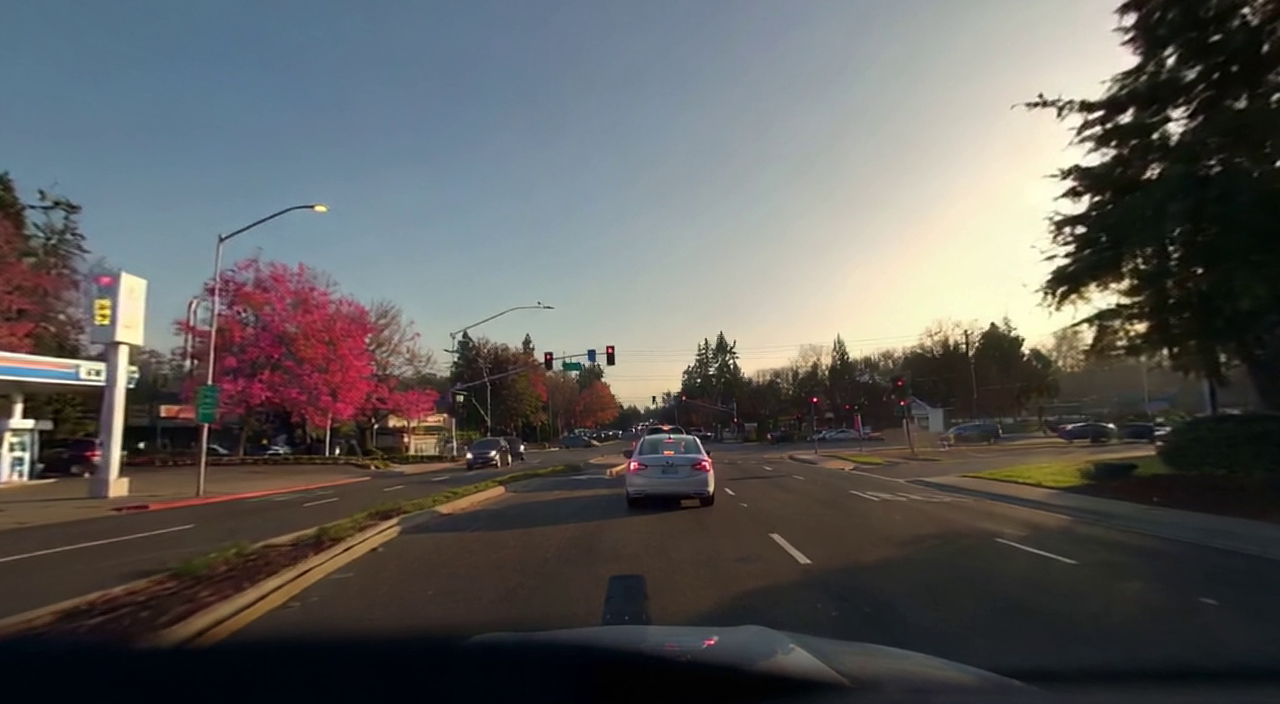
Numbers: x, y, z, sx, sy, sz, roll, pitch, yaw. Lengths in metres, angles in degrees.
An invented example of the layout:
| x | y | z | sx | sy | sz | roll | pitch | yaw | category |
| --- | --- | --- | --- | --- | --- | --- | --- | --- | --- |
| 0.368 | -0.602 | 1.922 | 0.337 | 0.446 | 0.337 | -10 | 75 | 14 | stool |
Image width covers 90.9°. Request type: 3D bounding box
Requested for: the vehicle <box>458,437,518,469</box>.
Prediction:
| x | y | z | sx | sy | sz | roll | pitch | yaw | category |
| --- | --- | --- | --- | --- | --- | --- | --- | --- | --- |
| -8.327 | 5.583 | 35.018 | 2.108 | 1.671 | 4.535 | 0 | -8 | 1 | vehicle |

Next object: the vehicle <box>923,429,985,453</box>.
| x | y | z | sx | sy | sz | roll | pitch | yaw | category |
| --- | --- | --- | --- | --- | --- | --- | --- | --- | --- |
| 20.511 | 5.800 | 41.120 | 4.091 | 1.495 | 2.053 | 7 | -11 | -39 | vehicle |

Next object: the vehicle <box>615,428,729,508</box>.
| x | y | z | sx | sy | sz | roll | pitch | yaw | category |
| --- | --- | --- | --- | --- | --- | --- | --- | --- | --- |
| 0.682 | 2.473 | 13.854 | 2.112 | 1.482 | 4.057 | 0 | -8 | 2 | vehicle |

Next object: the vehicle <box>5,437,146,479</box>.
| x | y | z | sx | sy | sz | roll | pitch | yaw | category |
| --- | --- | --- | --- | --- | --- | --- | --- | --- | --- |
| -26.853 | 5.043 | 30.244 | 1.946 | 1.816 | 4.792 | -1 | -8 | 7 | vehicle |
